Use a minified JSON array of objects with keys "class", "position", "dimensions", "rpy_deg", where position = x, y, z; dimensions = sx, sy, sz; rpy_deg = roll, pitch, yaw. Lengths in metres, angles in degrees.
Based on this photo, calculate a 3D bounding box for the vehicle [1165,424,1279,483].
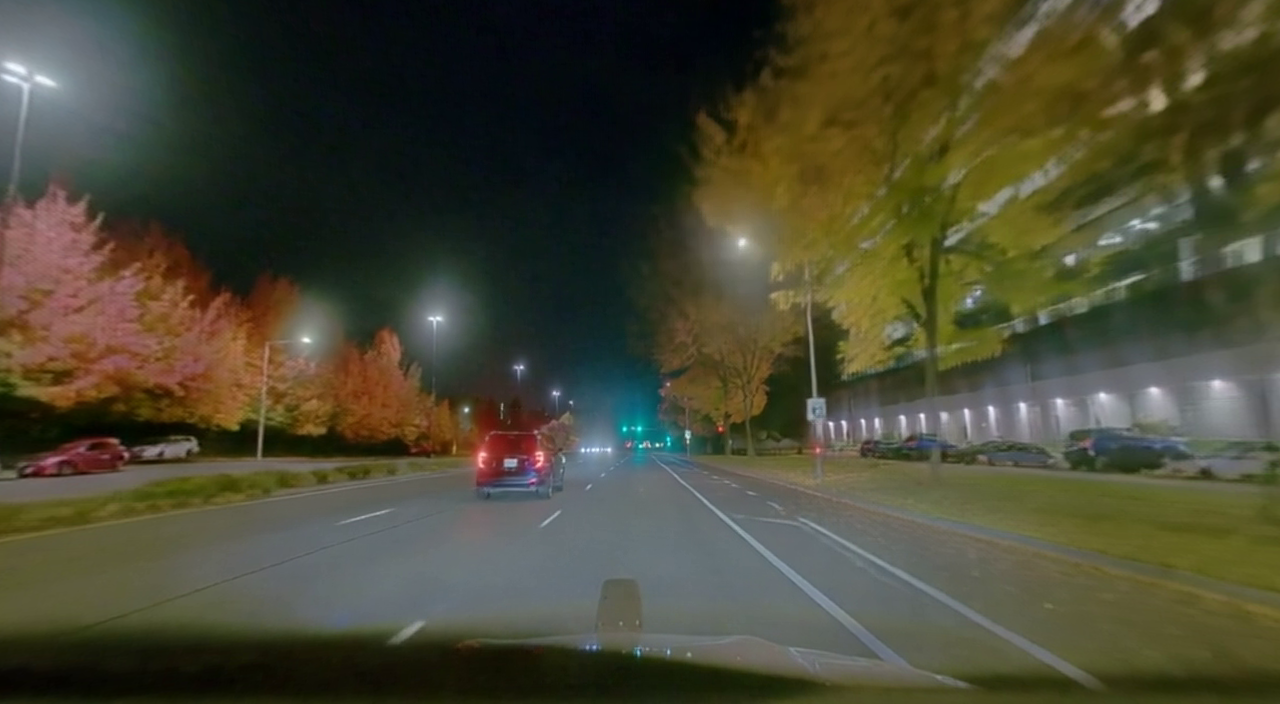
[{"class":"vehicle","position":[18.107,2.904,18.020],"dimensions":[4.360,1.552,2.071],"rpy_deg":[1,-9,-4]}]

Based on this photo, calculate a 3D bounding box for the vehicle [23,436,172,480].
[{"class":"vehicle","position":[-25.409,4.976,29.886],"dimensions":[2.142,1.895,5.528],"rpy_deg":[0,-8,0]}]

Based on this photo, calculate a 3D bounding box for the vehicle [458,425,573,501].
[{"class":"vehicle","position":[-3.204,2.982,17.303],"dimensions":[2.112,1.779,4.489],"rpy_deg":[0,-8,2]}]

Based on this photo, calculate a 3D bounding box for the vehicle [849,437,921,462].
[{"class":"vehicle","position":[18.176,7.254,46.767],"dimensions":[4.475,1.668,1.983],"rpy_deg":[-1,-8,-3]}]
